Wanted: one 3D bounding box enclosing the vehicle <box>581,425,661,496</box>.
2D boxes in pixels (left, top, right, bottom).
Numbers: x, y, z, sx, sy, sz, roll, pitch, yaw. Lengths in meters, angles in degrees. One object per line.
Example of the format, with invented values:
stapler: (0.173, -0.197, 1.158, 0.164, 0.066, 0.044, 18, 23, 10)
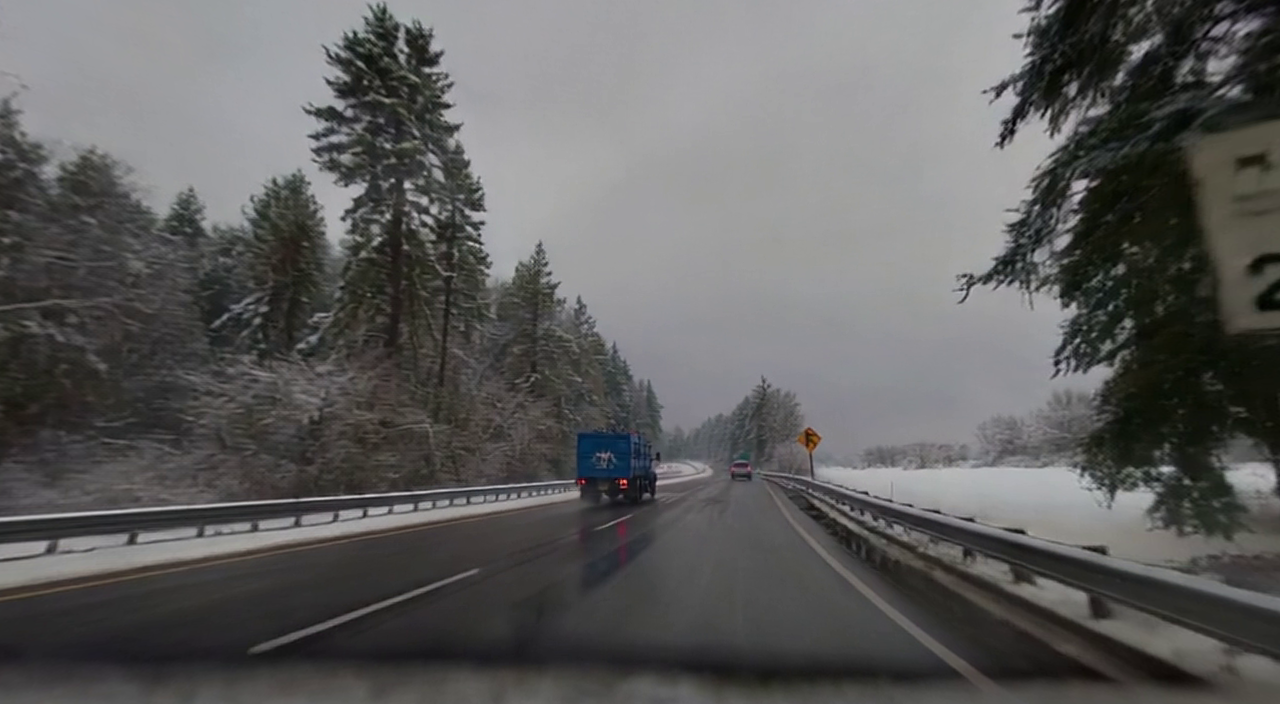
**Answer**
vehicle: (-0.776, 5.770, 33.192, 2.841, 3.244, 7.689, -1, -11, 9)
